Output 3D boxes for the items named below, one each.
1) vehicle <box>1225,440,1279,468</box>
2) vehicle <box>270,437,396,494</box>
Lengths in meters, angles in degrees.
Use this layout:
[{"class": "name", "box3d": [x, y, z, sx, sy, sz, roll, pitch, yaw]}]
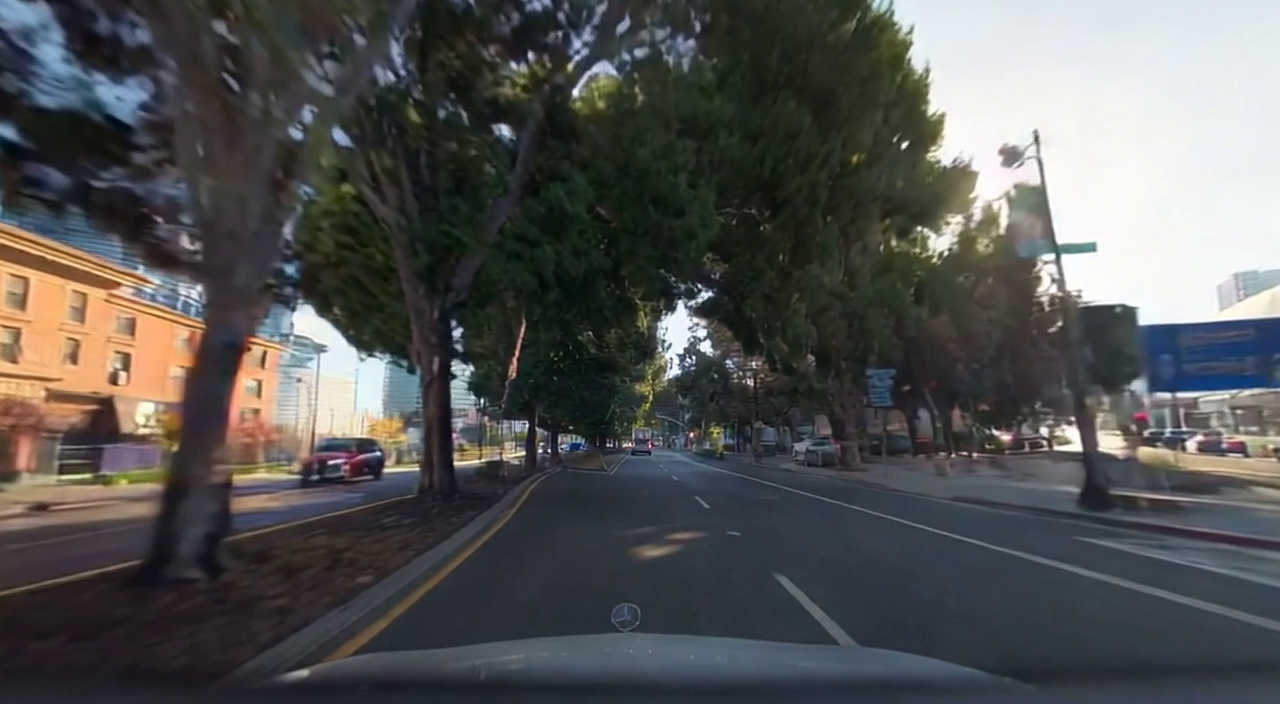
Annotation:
[{"class": "vehicle", "box3d": [38.412, 6.264, 38.945, 1.825, 1.627, 4.293, -3, -9, 20]}, {"class": "vehicle", "box3d": [-10.968, 4.077, 23.099, 2.112, 1.809, 4.921, 0, -9, 0]}]
